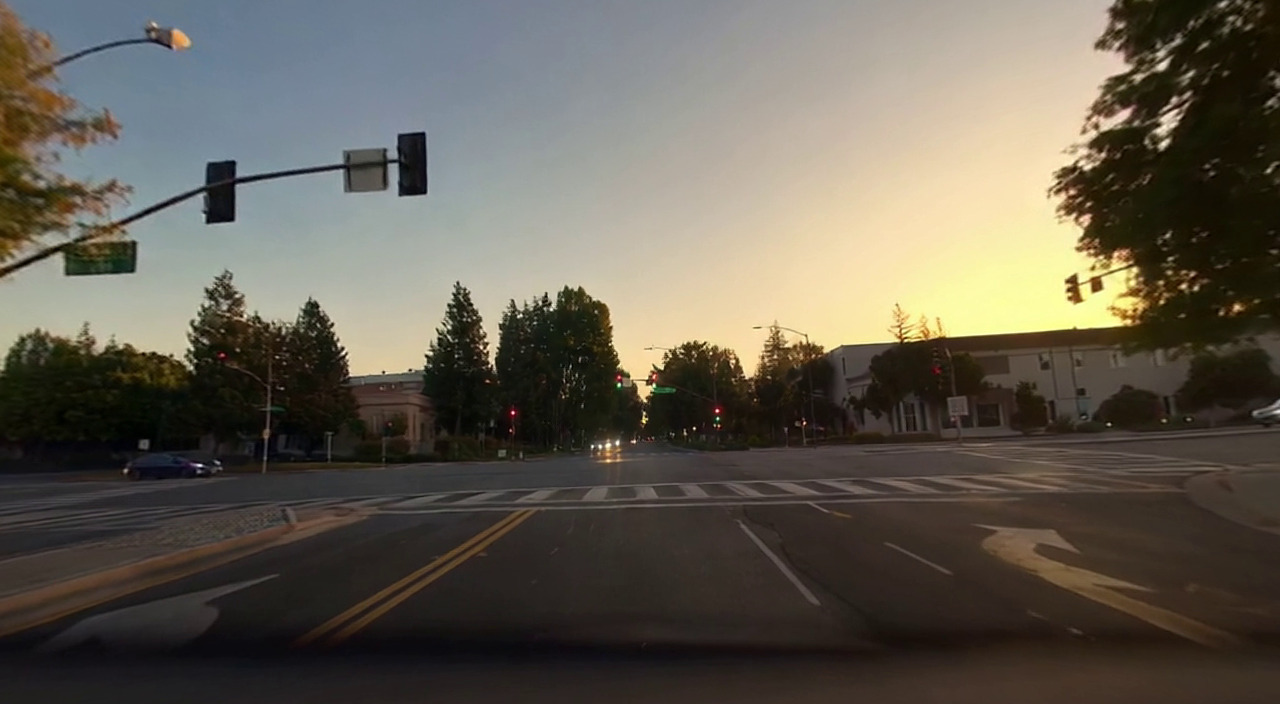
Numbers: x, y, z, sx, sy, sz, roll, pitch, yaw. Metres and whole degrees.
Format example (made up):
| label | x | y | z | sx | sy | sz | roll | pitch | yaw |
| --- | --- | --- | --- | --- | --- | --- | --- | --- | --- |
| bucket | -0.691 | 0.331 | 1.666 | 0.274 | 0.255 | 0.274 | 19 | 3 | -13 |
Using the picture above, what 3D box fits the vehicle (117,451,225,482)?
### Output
| label | x | y | z | sx | sy | sz | roll | pitch | yaw |
| --- | --- | --- | --- | --- | --- | --- | --- | --- | --- |
| vehicle | -25.141 | 6.110 | 33.867 | 4.332 | 1.573 | 1.900 | -1 | -8 | 3 |
